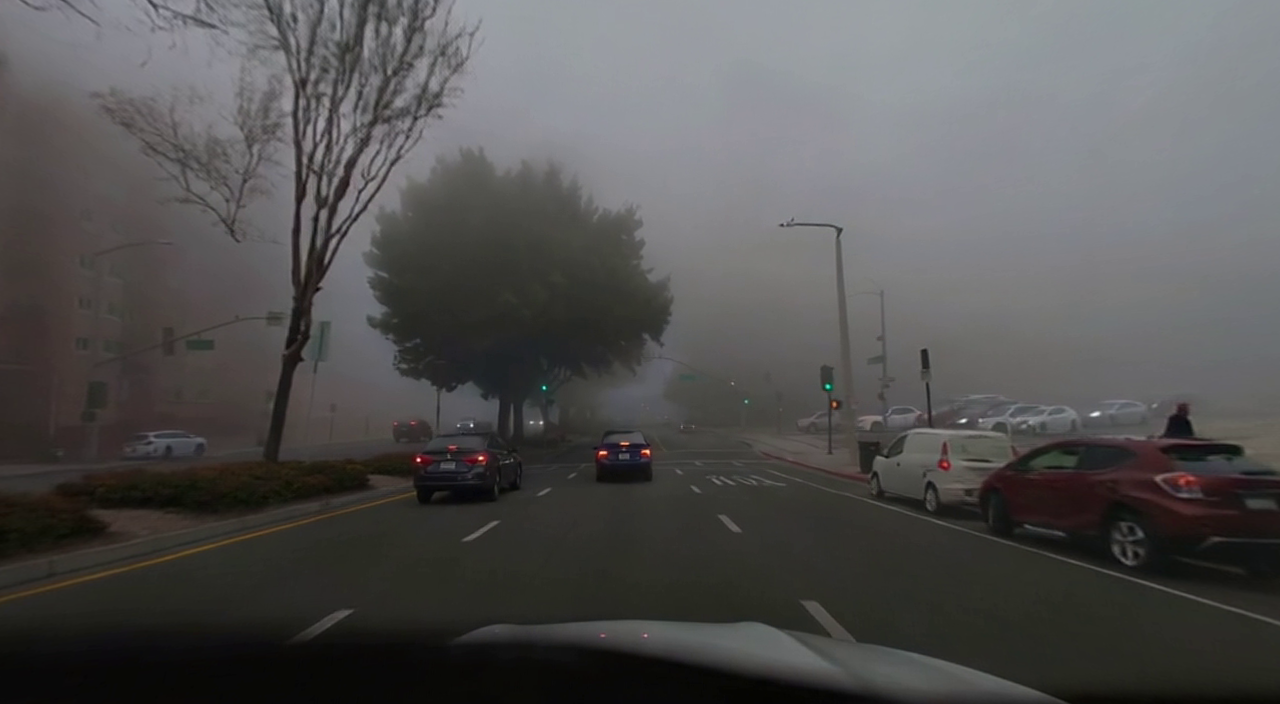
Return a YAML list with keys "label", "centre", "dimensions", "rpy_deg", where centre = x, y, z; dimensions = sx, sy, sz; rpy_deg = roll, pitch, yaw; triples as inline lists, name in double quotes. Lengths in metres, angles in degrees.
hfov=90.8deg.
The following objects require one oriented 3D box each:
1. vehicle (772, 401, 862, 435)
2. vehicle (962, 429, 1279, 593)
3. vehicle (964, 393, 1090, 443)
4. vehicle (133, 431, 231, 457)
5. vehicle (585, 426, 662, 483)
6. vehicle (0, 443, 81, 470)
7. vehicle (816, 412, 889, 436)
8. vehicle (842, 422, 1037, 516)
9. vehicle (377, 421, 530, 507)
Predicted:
- label: "vehicle"
  centre: [13.781, 5.191, 49.160]
  dimensions: [6.541, 2.480, 2.259]
  rpy_deg: [3, -9, -19]
- label: "vehicle"
  centre: [6.129, 1.797, 8.016]
  dimensions: [1.959, 1.513, 4.104]
  rpy_deg: [0, -8, 1]
- label: "vehicle"
  centre: [21.676, 3.754, 35.537]
  dimensions: [5.756, 2.653, 2.403]
  rpy_deg: [2, -9, -11]
- label: "vehicle"
  centre: [-27.401, 5.539, 37.904]
  dimensions: [4.453, 1.471, 1.921]
  rpy_deg: [-1, -8, 4]
- label: "vehicle"
  centre: [-0.446, 3.075, 19.073]
  dimensions: [2.082, 1.520, 3.896]
  rpy_deg: [0, -8, 0]
- label: "vehicle"
  centre: [-34.165, 5.804, 35.206]
  dimensions: [3.957, 1.396, 2.134]
  rpy_deg: [0, -8, 1]
- label: "vehicle"
  centre: [15.214, 5.177, 45.275]
  dimensions: [4.775, 1.604, 1.915]
  rpy_deg: [3, -9, -20]
- label: "vehicle"
  centre: [6.201, 2.469, 13.840]
  dimensions: [1.904, 1.705, 4.510]
  rpy_deg: [0, -9, -2]
- label: "vehicle"
  centre: [-3.732, 2.349, 13.605]
  dimensions: [1.934, 1.522, 4.464]
  rpy_deg: [0, -8, 0]
